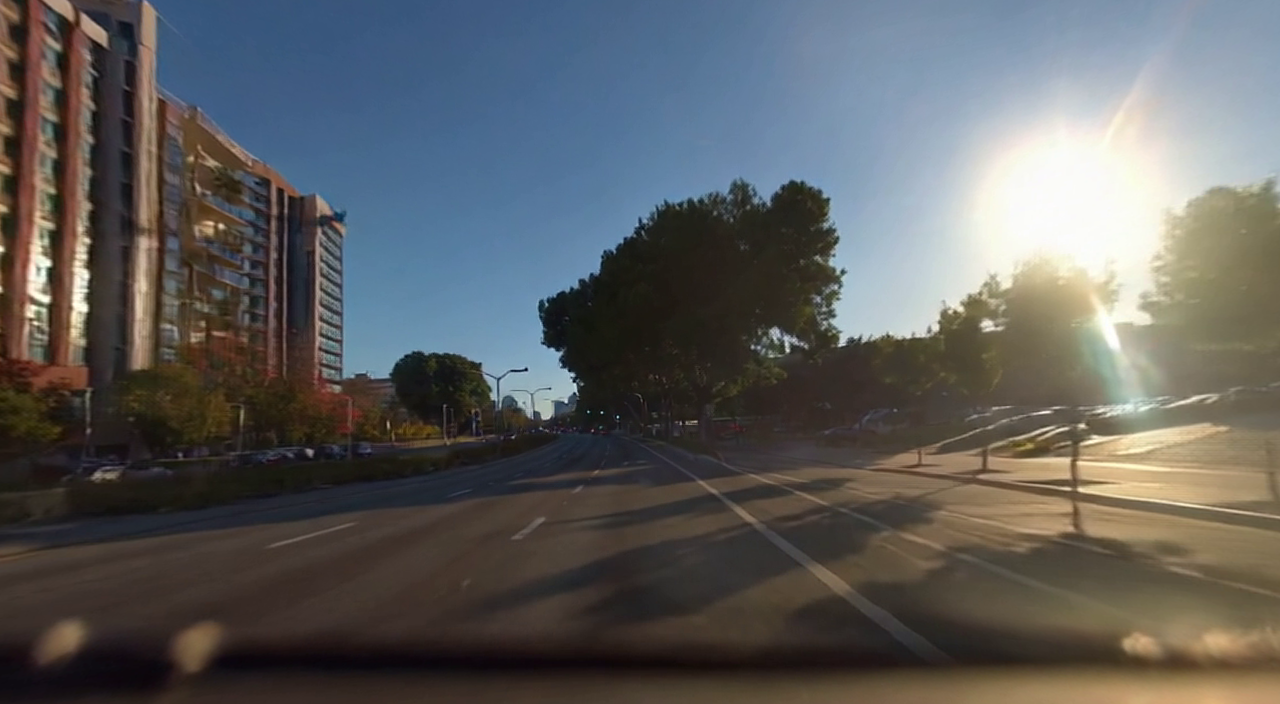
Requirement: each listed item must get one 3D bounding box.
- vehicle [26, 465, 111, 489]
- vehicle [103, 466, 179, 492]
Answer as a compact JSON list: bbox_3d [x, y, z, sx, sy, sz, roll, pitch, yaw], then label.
[{"bbox_3d":[-38.492,8.427,42.679,3.676,1.439,2.028,4,-9,-24],"label":"vehicle"},{"bbox_3d":[-32.980,8.367,41.888,1.743,1.435,4.183,-1,-9,-2],"label":"vehicle"}]
